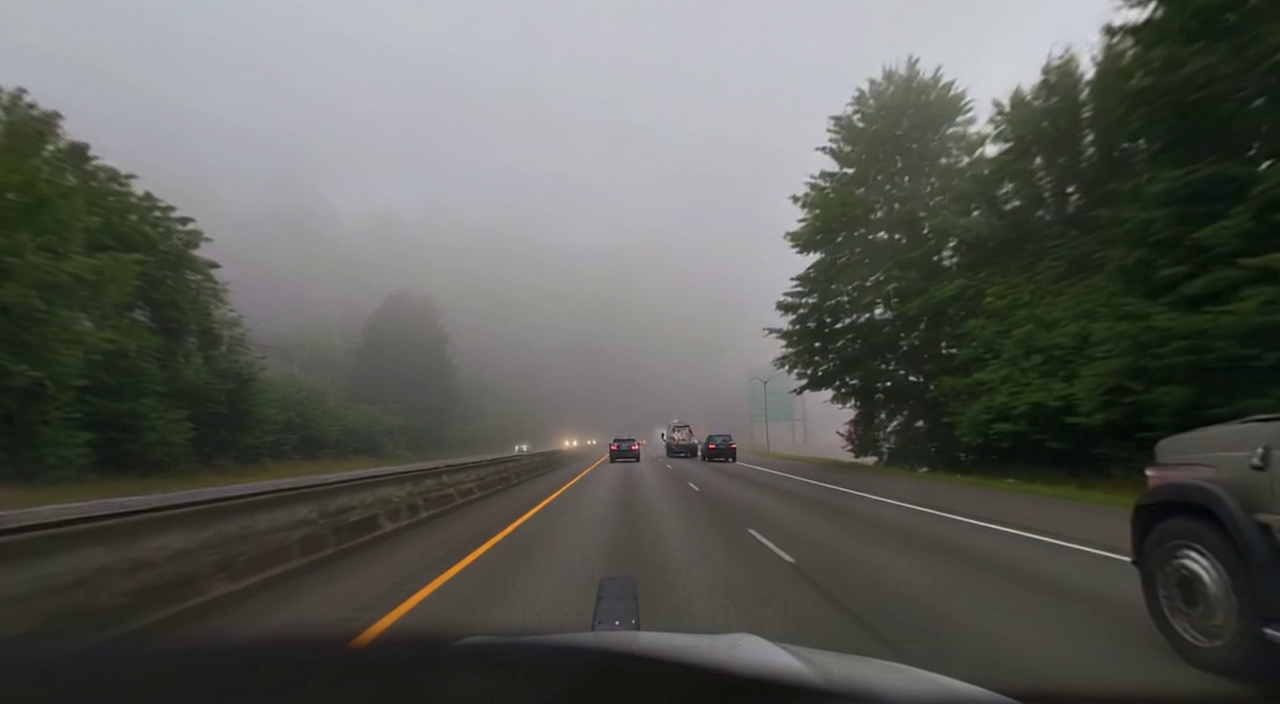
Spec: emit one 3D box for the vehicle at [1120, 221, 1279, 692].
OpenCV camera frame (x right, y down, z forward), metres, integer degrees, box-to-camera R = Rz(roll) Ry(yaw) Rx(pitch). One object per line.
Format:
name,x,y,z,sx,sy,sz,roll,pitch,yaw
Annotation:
vehicle,4.612,0.283,1.276,2.452,2.444,5.972,0,-7,-1

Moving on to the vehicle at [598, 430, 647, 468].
vehicle,-0.814,4.632,30.509,2.206,1.681,4.111,0,-7,-1

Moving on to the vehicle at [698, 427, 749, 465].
vehicle,4.379,4.976,33.646,2.073,1.905,4.023,0,-7,-2

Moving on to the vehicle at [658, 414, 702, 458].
vehicle,2.949,6.461,48.498,2.728,3.053,7.708,0,-7,-1
